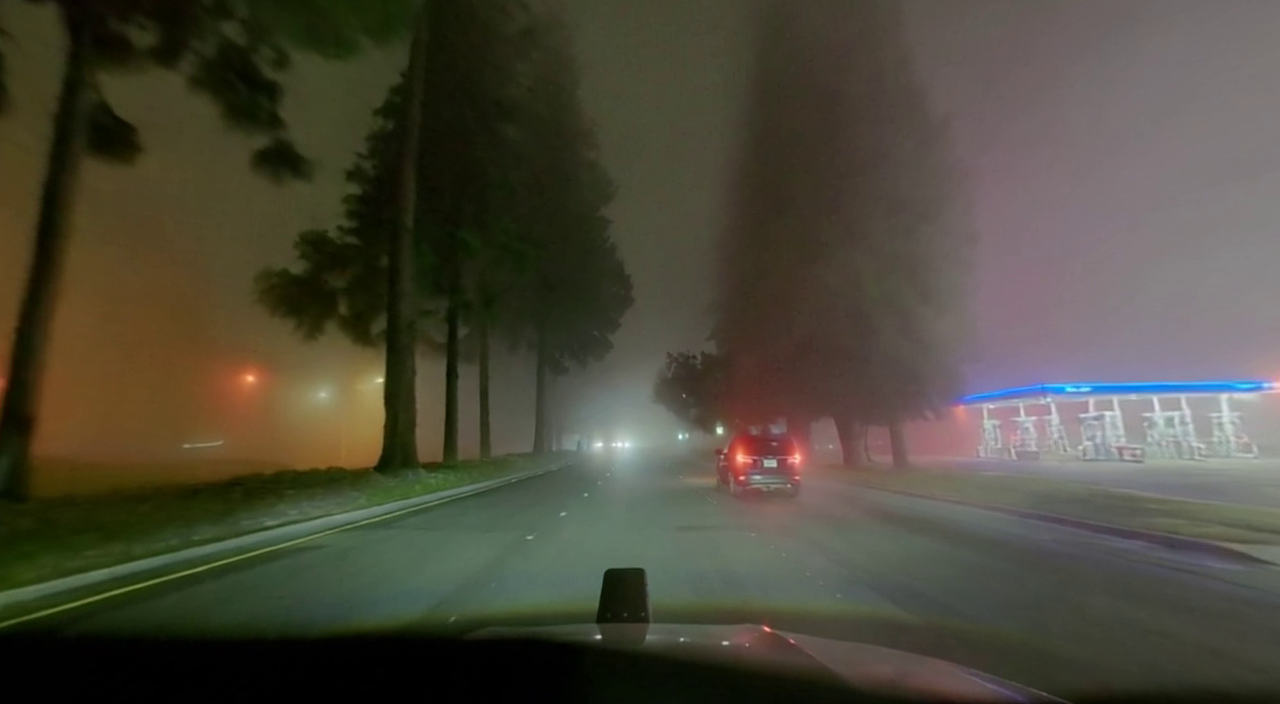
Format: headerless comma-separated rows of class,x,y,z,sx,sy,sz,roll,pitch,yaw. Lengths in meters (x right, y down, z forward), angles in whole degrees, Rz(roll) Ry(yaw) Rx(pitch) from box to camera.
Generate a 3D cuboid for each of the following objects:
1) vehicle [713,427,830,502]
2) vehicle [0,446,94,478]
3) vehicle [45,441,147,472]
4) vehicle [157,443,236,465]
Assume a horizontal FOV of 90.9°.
vehicle,3.446,3.059,17.625,2.151,1.771,4.792,0,-8,-1
vehicle,-32.349,5.984,34.370,3.472,1.423,1.760,-4,-8,0
vehicle,-32.273,6.197,37.463,4.290,1.457,2.056,-3,-7,1
vehicle,-31.840,7.314,45.345,4.088,1.506,2.073,0,-8,1
